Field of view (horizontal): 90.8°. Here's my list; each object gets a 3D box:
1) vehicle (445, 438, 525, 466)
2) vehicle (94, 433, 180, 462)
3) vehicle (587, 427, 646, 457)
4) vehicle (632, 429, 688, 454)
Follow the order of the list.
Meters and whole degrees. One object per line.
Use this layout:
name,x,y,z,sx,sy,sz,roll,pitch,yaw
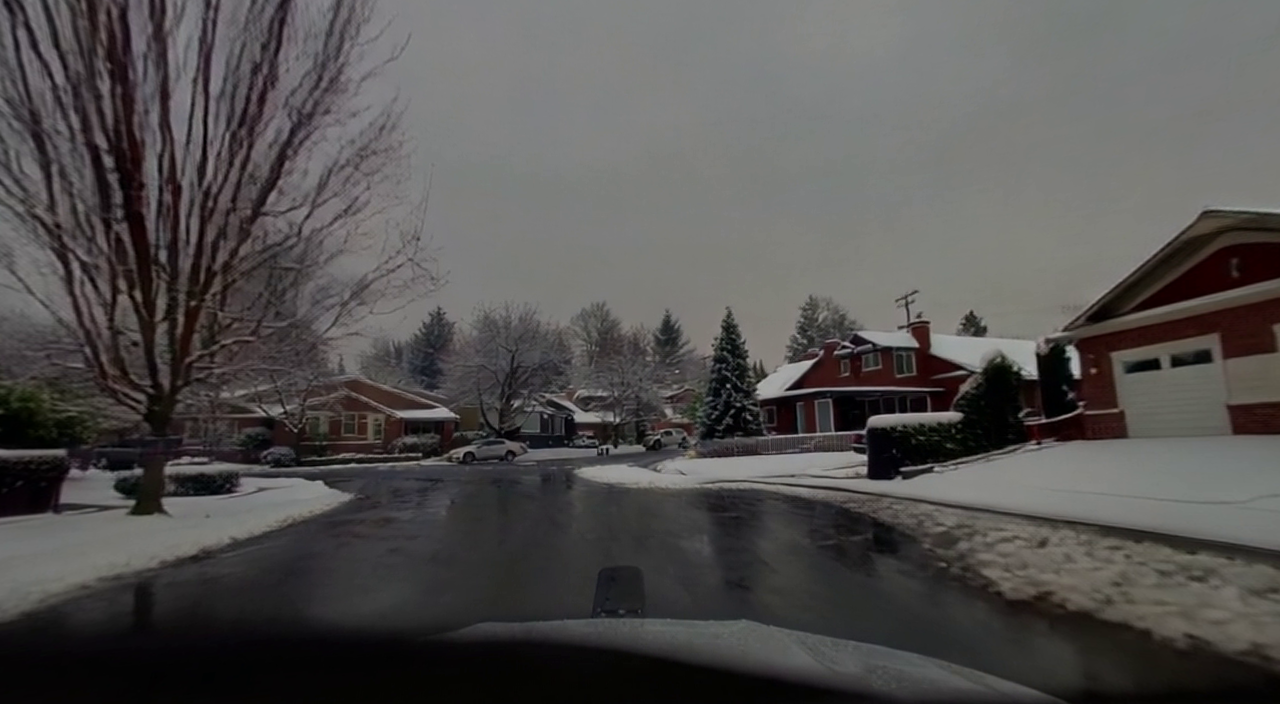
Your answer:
vehicle,-10.497,6.808,43.091,4.815,1.827,2.147,0,-9,1
vehicle,-32.479,6.158,40.823,4.237,1.728,2.203,-2,-9,18
vehicle,-1.705,6.734,47.522,2.310,1.701,4.280,-3,-2,33
vehicle,1.554,6.738,47.645,2.152,1.773,4.495,-6,-10,33
